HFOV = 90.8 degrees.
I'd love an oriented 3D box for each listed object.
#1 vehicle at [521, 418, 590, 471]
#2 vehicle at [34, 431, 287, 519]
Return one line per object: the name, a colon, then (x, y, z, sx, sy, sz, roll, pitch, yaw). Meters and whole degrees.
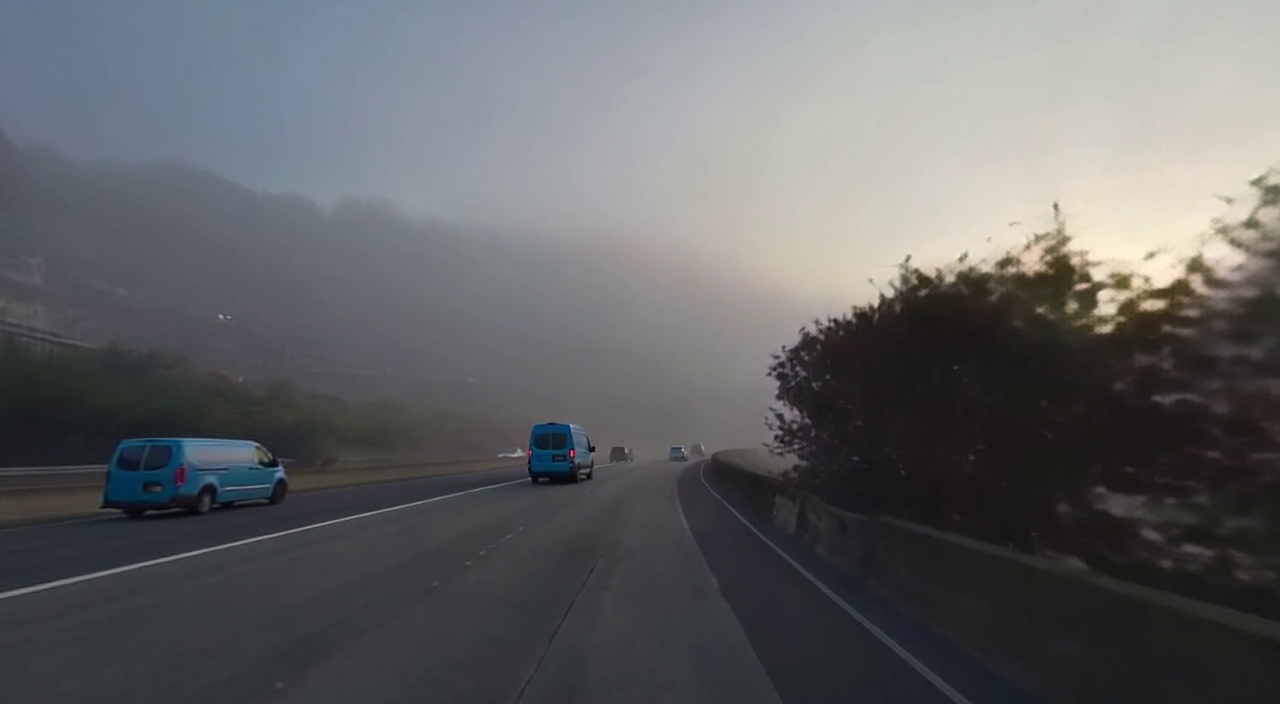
vehicle: (-4.582, 5.227, 35.579, 2.314, 2.703, 6.441, -1, -9, 6)
vehicle: (-9.661, 2.486, 13.315, 1.821, 1.524, 4.342, 0, -8, 2)
